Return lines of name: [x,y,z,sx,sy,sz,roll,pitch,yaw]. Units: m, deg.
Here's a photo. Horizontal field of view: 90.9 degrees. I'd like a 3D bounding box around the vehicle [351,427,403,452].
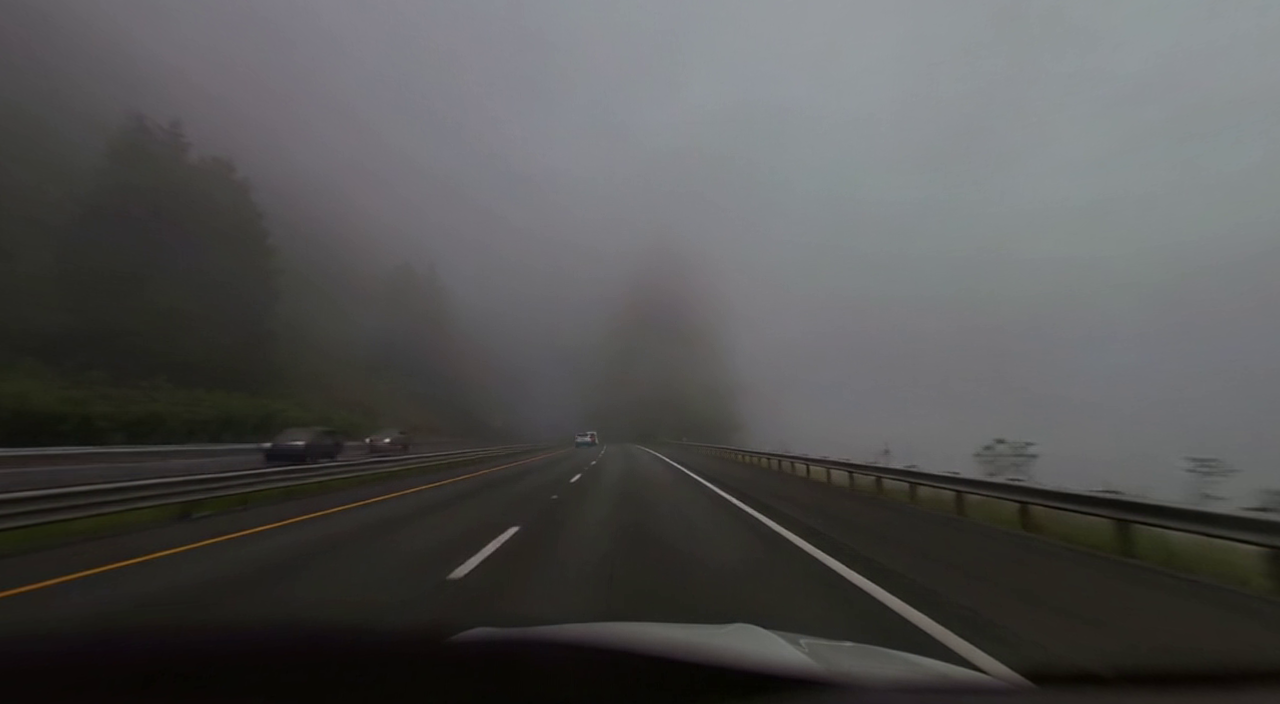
vehicle: [-18.367,6.138,44.261,1.835,1.601,4.326,0,-8,-1]
